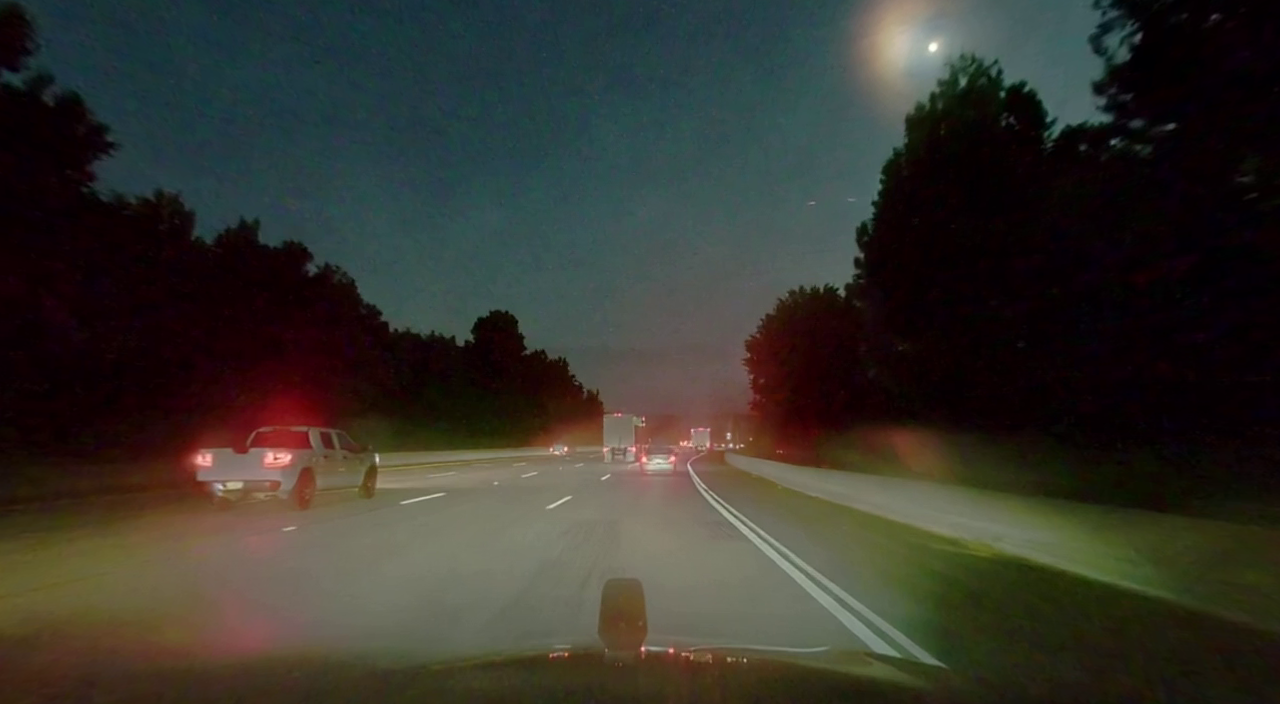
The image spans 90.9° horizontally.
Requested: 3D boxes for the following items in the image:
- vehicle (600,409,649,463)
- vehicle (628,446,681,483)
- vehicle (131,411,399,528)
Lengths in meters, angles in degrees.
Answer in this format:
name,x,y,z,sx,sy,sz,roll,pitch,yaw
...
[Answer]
name,x,y,z,sx,sy,sz,roll,pitch,yaw
vehicle,-1.061,6.722,49.932,2.973,3.896,8.430,-1,-9,5
vehicle,0.631,4.534,25.738,1.984,1.365,3.767,-1,-9,3
vehicle,-6.872,2.224,12.437,2.142,1.833,4.854,0,-9,2
